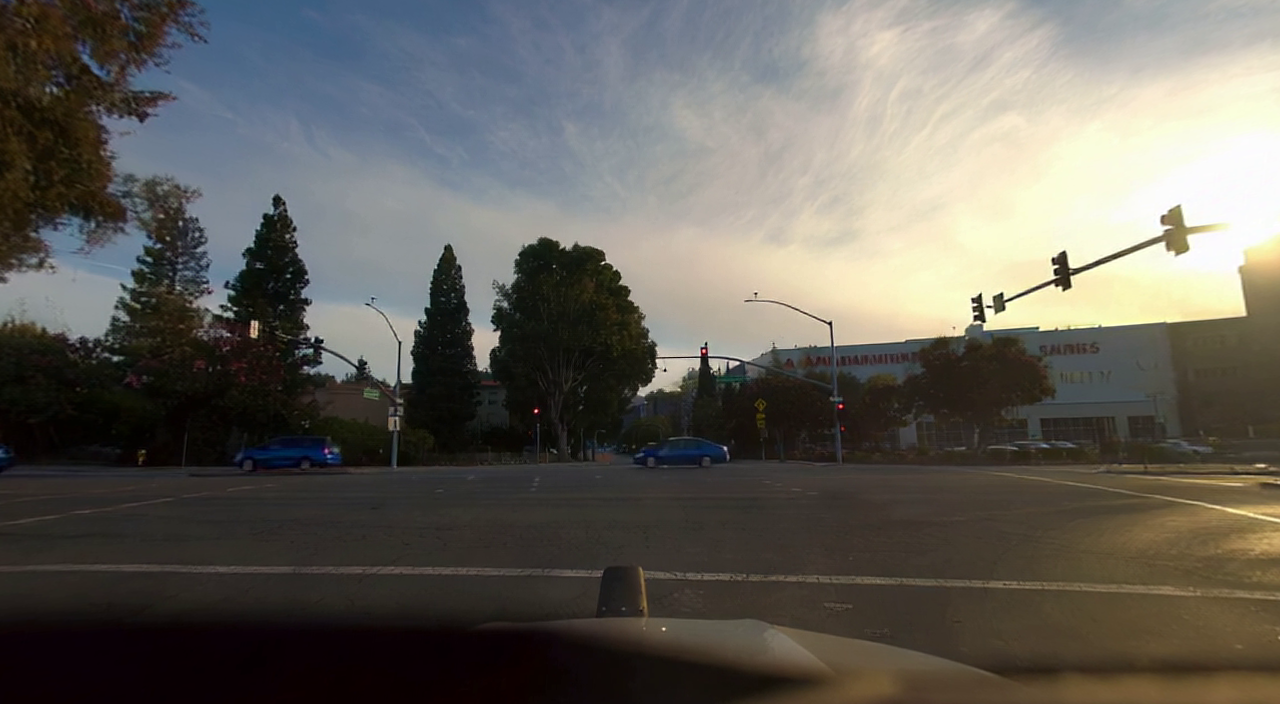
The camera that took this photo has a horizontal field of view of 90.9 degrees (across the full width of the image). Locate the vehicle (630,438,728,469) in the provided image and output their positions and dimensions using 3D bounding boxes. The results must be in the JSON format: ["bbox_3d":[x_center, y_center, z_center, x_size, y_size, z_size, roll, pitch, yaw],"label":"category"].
[{"bbox_3d":[1.888,5.017,31.147,4.681,1.465,1.820,0,-9,2],"label":"vehicle"}]

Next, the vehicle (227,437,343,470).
[{"bbox_3d":[-17.790,5.084,31.731,4.735,1.588,1.877,0,-9,2],"label":"vehicle"}]
